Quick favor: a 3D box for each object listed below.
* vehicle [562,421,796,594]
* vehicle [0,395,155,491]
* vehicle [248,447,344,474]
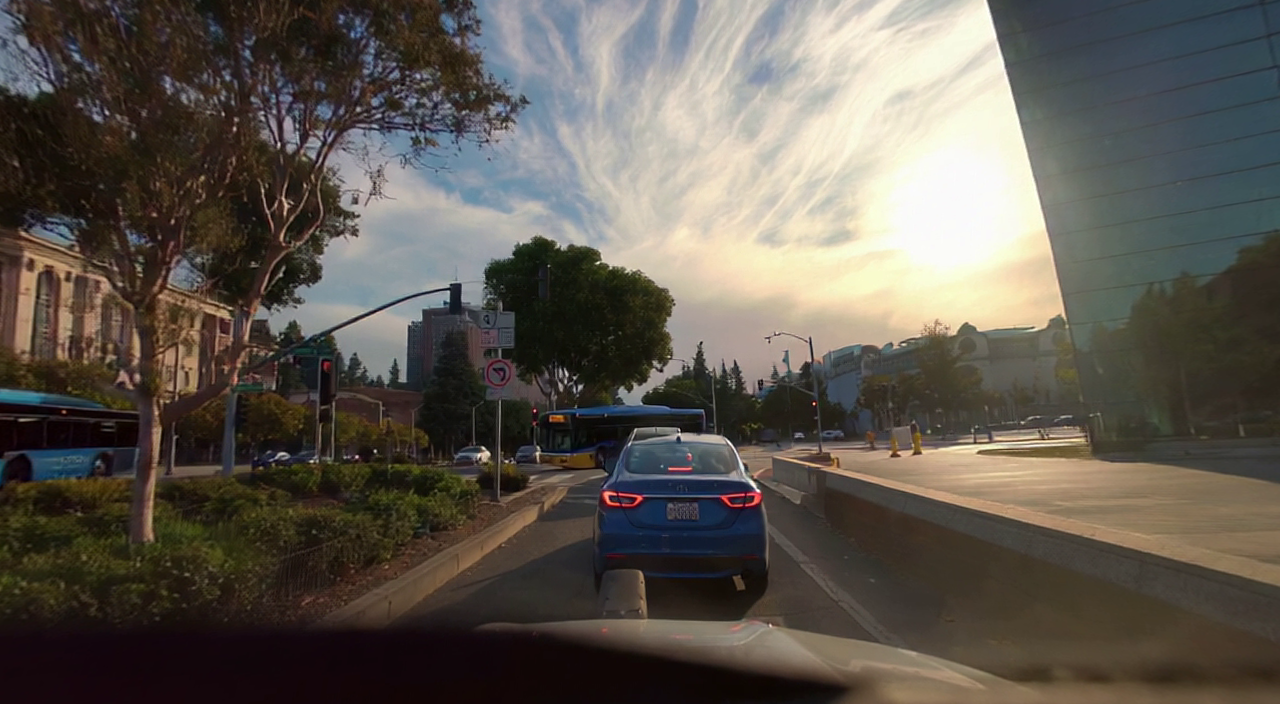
[{"bbox_3d":[0.372,1.627,7.406,2.006,1.470,3.799,0,-8,1],"label":"vehicle"},{"bbox_3d":[-25.945,3.652,25.346,2.692,3.685,10.153,-3,-9,20],"label":"vehicle"},{"bbox_3d":[-20.330,6.388,37.609,1.883,1.461,4.830,-4,-9,23],"label":"vehicle"}]
